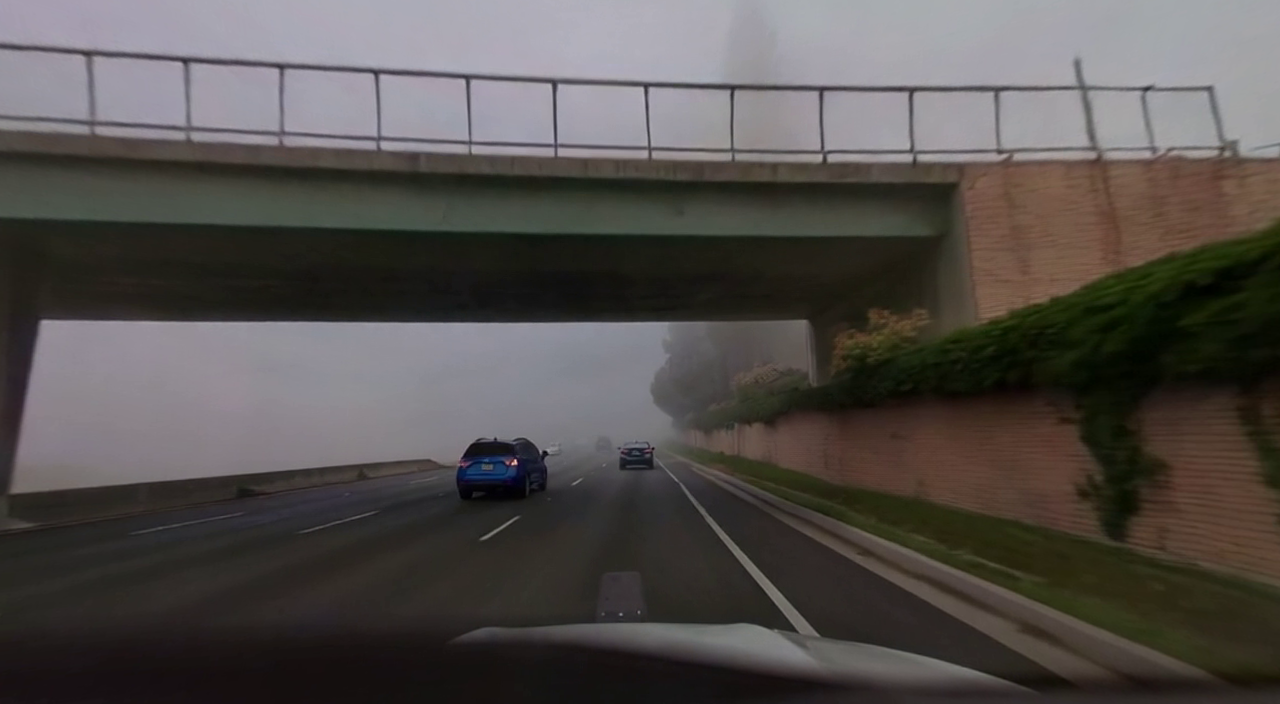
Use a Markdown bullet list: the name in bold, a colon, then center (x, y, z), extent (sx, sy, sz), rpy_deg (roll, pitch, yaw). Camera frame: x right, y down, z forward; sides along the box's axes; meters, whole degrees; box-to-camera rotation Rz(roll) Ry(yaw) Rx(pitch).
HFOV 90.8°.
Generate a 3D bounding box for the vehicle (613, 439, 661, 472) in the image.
- **vehicle**: center (-0.183, 5.091, 31.254), extent (2.205, 1.509, 4.272), rpy_deg (0, -9, -1)

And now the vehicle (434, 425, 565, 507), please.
- **vehicle**: center (-3.368, 2.860, 16.260), extent (2.223, 1.771, 4.581), rpy_deg (0, -9, 1)
